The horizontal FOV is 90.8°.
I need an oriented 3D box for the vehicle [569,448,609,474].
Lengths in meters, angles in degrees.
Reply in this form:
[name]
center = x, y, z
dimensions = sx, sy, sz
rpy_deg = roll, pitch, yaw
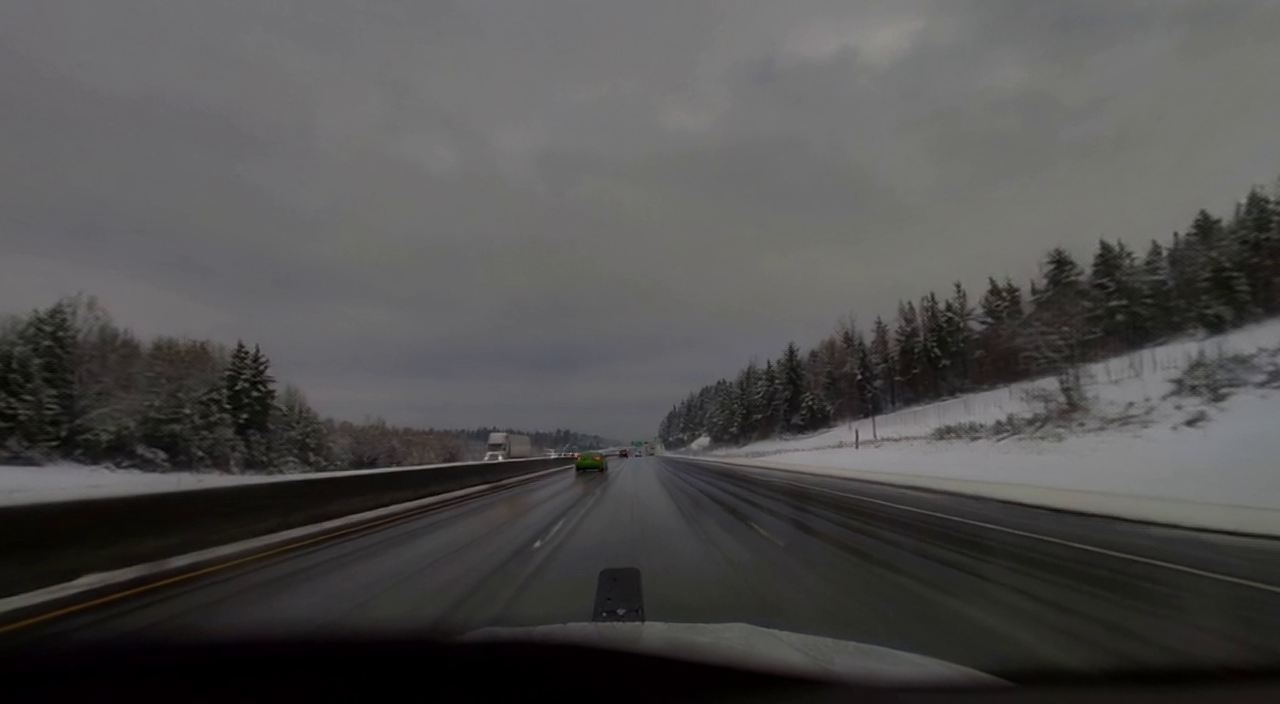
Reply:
[vehicle]
center = -3.238, 6.988, 40.643
dimensions = 2.180, 1.537, 4.459
rpy_deg = 0, -9, 0
